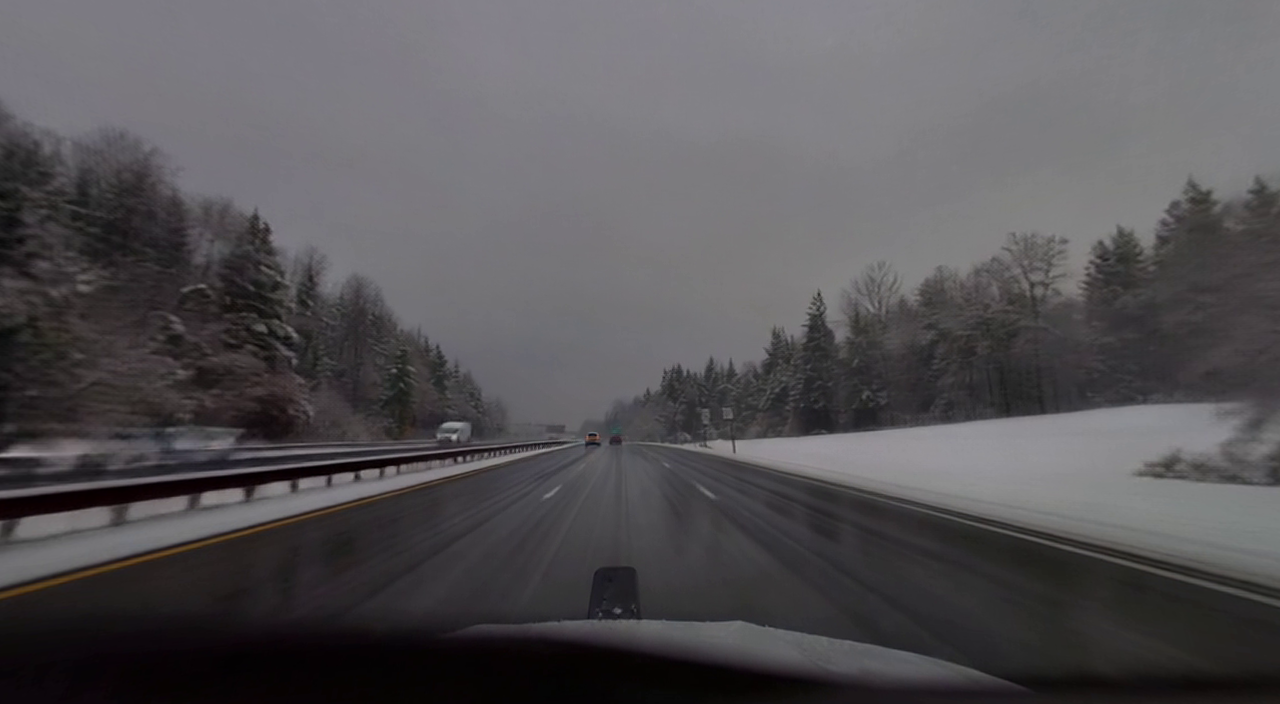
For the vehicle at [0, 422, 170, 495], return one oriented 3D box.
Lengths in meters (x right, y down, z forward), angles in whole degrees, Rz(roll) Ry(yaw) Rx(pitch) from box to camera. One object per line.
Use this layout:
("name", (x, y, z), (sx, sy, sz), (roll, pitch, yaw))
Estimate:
("vehicle", (-13.656, 2.413, 14.699), (2.018, 1.442, 4.422), (0, -8, -1))
